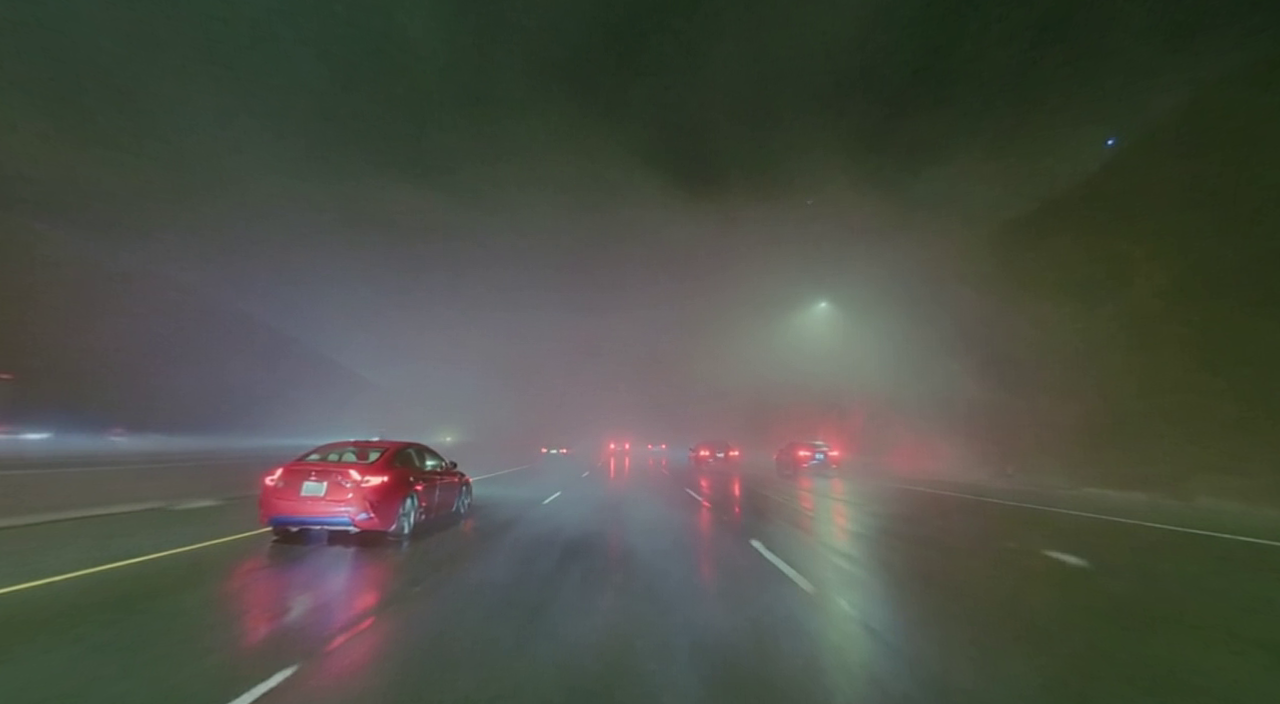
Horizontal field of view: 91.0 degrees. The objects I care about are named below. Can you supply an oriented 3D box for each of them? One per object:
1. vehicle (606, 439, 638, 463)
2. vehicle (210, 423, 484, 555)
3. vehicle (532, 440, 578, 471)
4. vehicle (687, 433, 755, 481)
[{"bbox_3d":[-1.232,7.023,44.669,2.147,1.572,4.094,0,-9,-1],"label":"vehicle"},{"bbox_3d":[-3.938,1.915,9.488,1.993,1.500,4.248,0,-9,1],"label":"vehicle"},{"bbox_3d":[-4.306,5.305,32.358,1.796,1.464,3.839,0,-9,0],"label":"vehicle"},{"bbox_3d":[3.314,4.420,26.795,2.222,1.820,4.733,0,-9,0],"label":"vehicle"}]
